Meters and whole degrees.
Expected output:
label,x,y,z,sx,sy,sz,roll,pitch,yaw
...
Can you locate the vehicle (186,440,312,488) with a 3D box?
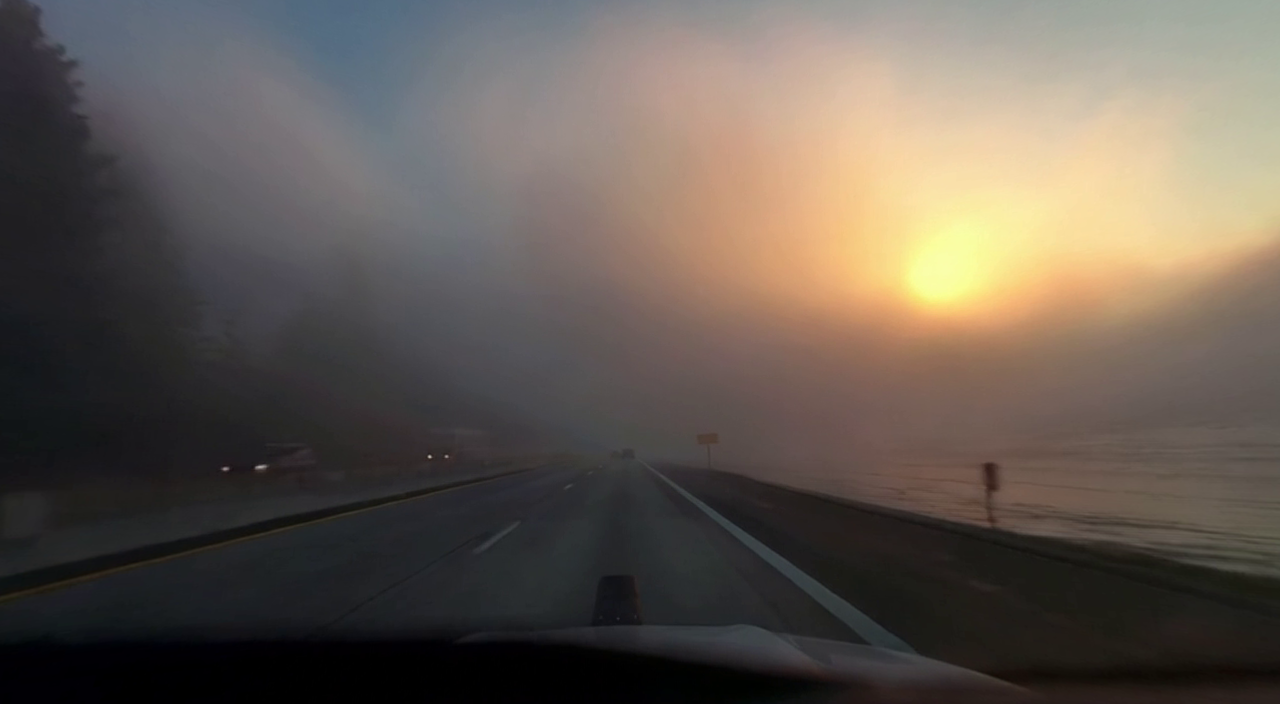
label,x,y,z,sx,sy,sz,roll,pitch,yaw
vehicle,-18.077,5.203,29.424,2.285,2.022,5.428,0,-9,1
